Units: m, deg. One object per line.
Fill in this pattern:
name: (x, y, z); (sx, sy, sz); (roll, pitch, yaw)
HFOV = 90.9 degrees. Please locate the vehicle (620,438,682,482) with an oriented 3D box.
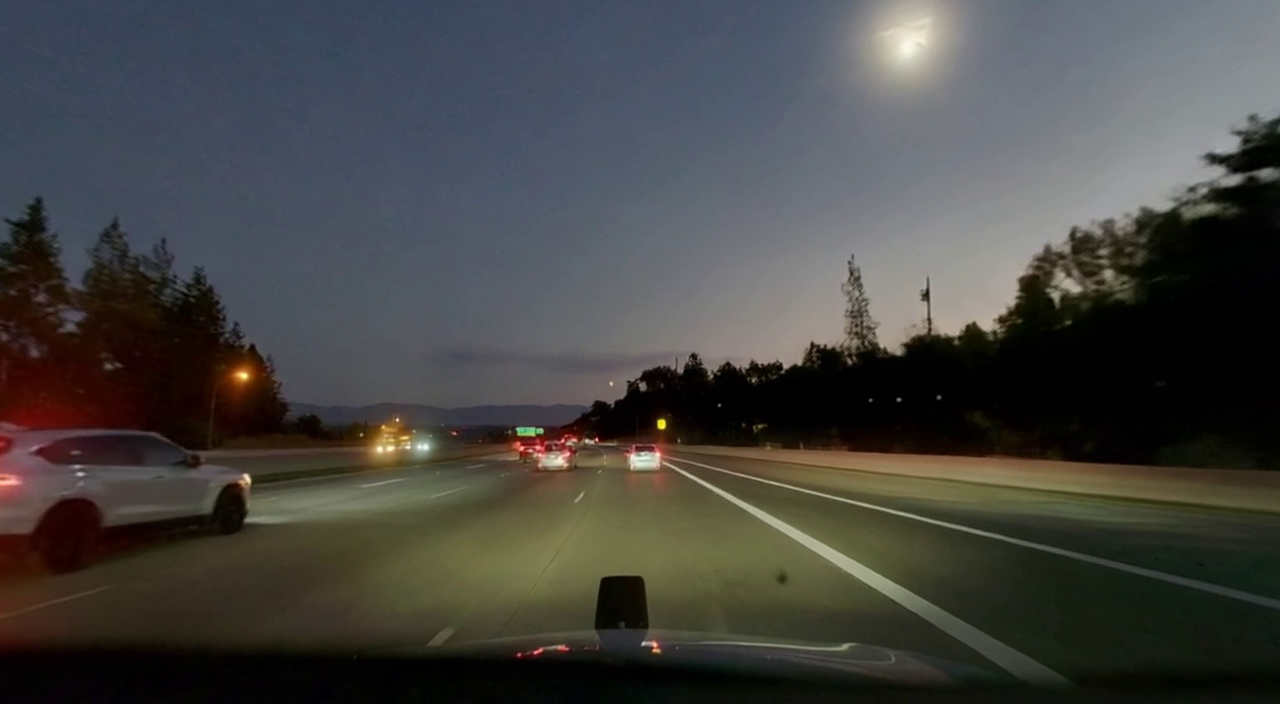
vehicle: (0.320, 3.870, 22.813); (2.051, 1.444, 3.927); (0, -9, -1)

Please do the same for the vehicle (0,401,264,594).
vehicle: (-6.776, 1.512, 7.060); (2.221, 1.693, 4.631); (0, -9, 0)

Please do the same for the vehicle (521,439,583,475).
vehicle: (-3.883, 4.756, 28.783); (2.246, 1.519, 4.980); (0, -9, -2)
